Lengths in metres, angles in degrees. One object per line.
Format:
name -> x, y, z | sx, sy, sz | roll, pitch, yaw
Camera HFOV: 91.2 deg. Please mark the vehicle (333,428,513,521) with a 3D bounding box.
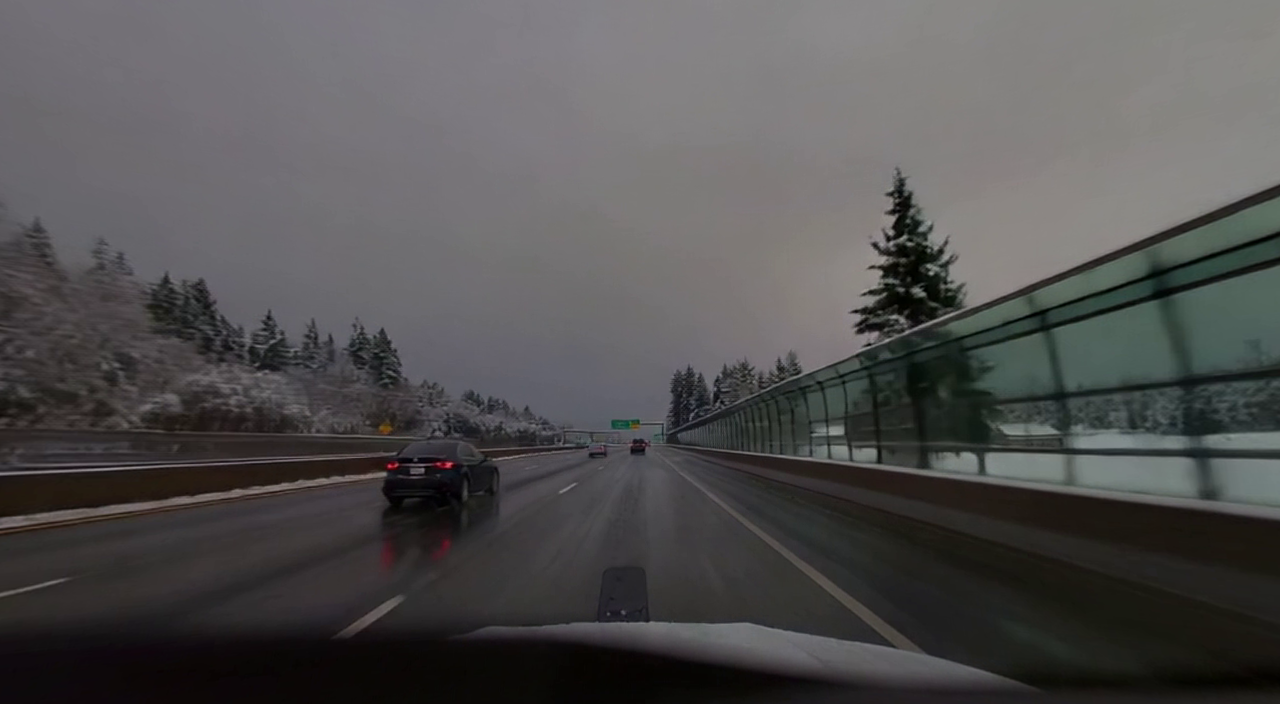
vehicle -> -4.055, 2.360, 12.644 | 2.059, 1.541, 4.296 | 0, -8, 0
